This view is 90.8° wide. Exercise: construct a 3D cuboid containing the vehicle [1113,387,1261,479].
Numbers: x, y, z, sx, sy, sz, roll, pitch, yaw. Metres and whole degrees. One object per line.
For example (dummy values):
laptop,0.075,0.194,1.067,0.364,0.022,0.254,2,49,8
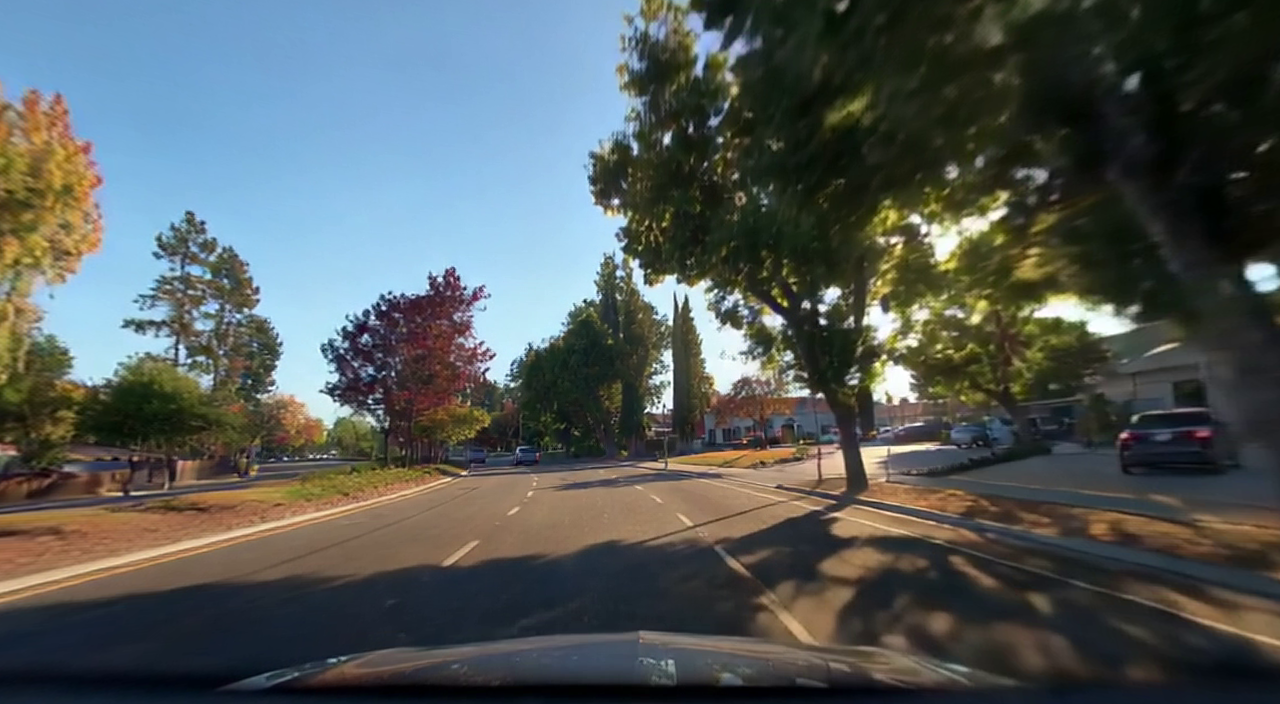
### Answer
vehicle,13.351,2.037,15.298,2.110,1.863,4.977,-11,-14,44
